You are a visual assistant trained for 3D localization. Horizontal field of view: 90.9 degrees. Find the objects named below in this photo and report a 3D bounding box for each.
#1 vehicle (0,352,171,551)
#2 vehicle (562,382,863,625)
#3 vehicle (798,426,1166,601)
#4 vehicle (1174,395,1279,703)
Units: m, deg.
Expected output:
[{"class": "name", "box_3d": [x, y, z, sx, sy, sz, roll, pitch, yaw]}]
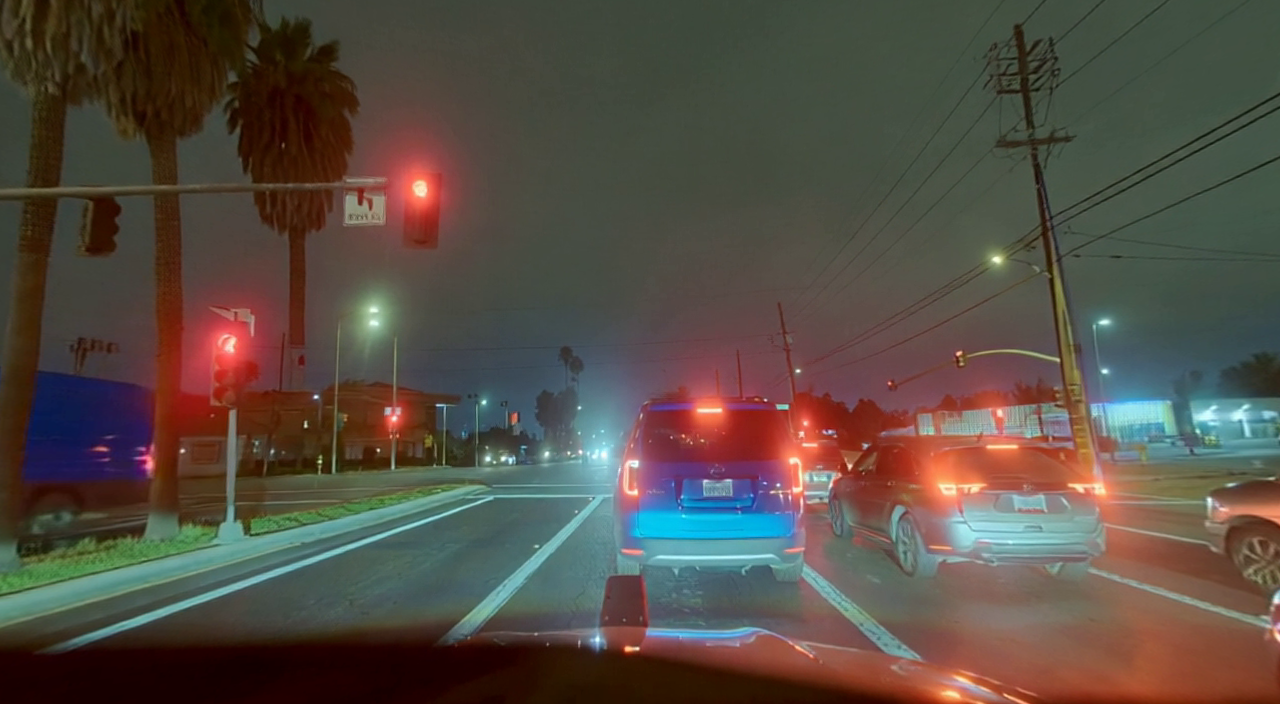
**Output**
[{"class": "vehicle", "box_3d": [-14.286, 1.696, 10.731, 2.973, 3.889, 11.535, -1, -9, 5]}, {"class": "vehicle", "box_3d": [0.459, 1.437, 6.885, 2.228, 1.780, 4.269, 0, -9, -2]}, {"class": "vehicle", "box_3d": [3.437, 1.687, 7.513, 1.895, 1.456, 4.255, 0, -9, -2]}, {"class": "vehicle", "box_3d": [3.358, 0.647, 0.662, 1.805, 1.485, 4.348, 0, -9, 1]}]
